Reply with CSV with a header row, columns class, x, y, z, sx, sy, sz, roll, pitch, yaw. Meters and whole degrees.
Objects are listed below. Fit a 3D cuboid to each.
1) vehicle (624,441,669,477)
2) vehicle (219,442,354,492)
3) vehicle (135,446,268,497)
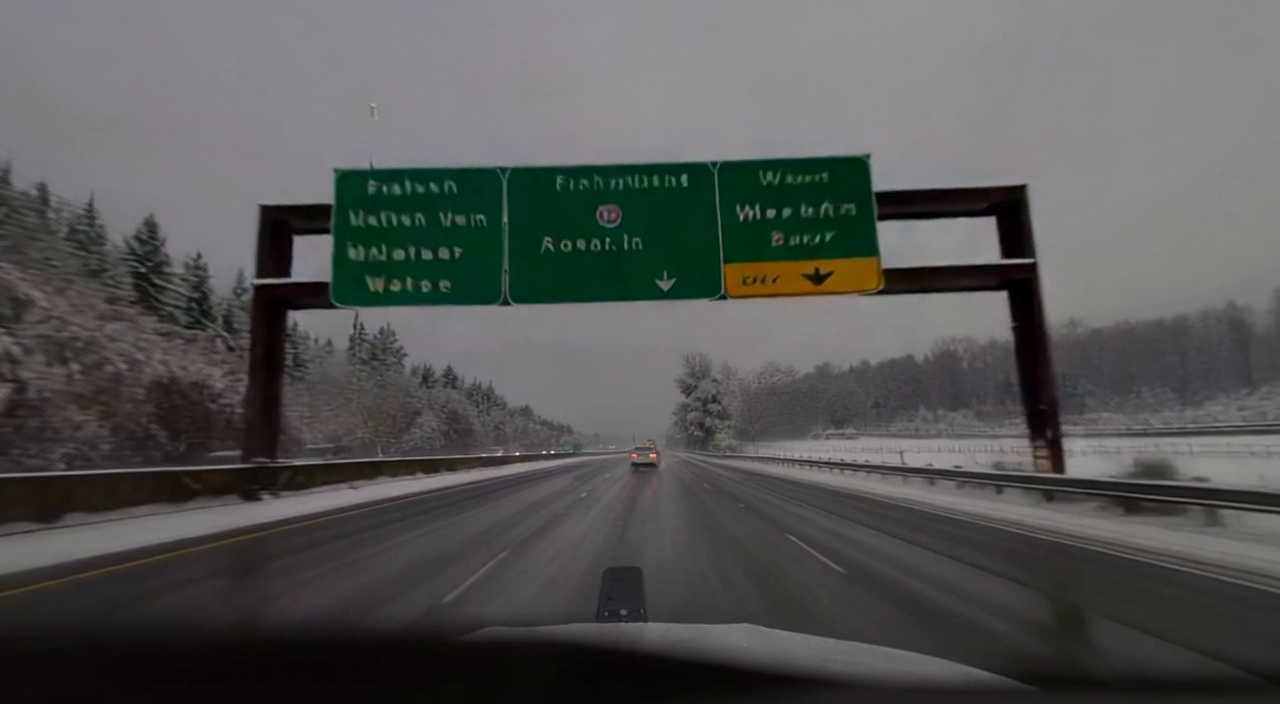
class,x,y,z,sx,sy,sz,roll,pitch,yaw
vehicle,0.370,5.000,29.658,1.936,1.545,4.116,-1,-9,3
vehicle,-11.907,3.886,21.647,1.969,1.539,4.538,0,-9,0
vehicle,-16.746,4.553,24.369,1.951,1.749,4.298,0,-9,1
